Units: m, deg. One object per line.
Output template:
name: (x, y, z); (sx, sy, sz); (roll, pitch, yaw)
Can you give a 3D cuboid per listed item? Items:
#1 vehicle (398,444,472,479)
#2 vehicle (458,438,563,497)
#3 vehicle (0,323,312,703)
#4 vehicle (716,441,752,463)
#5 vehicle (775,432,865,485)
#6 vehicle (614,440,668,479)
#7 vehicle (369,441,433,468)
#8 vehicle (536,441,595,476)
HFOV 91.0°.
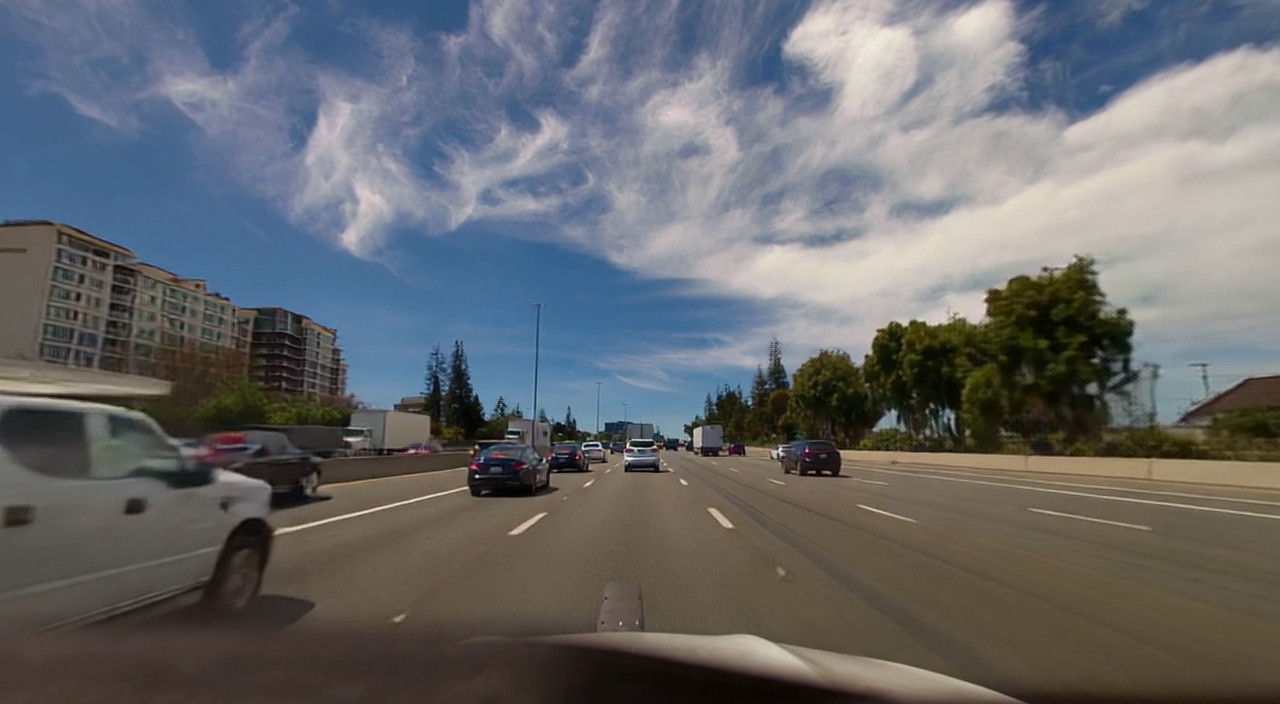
vehicle: (-9.091, 4.876, 28.246); (1.827, 1.472, 3.962); (0, -9, 2)
vehicle: (-3.534, 3.242, 18.036); (2.025, 1.449, 4.190); (0, -9, 1)
vehicle: (-3.571, 0.769, 2.568); (2.012, 1.734, 4.510); (0, -9, 0)
vehicle: (6.611, 7.078, 44.507); (1.895, 1.488, 4.254); (0, -9, 0)
vehicle: (6.472, 3.877, 23.225); (1.992, 1.745, 4.329); (0, -9, -1)
vehicle: (0.040, 4.394, 25.958); (2.053, 1.461, 3.941); (0, -9, 0)
vehicle: (-15.271, 6.609, 40.558); (2.021, 1.607, 4.979); (0, -9, 2)
vehicle: (-3.381, 4.931, 29.403); (2.098, 1.463, 4.578); (0, -9, 1)
